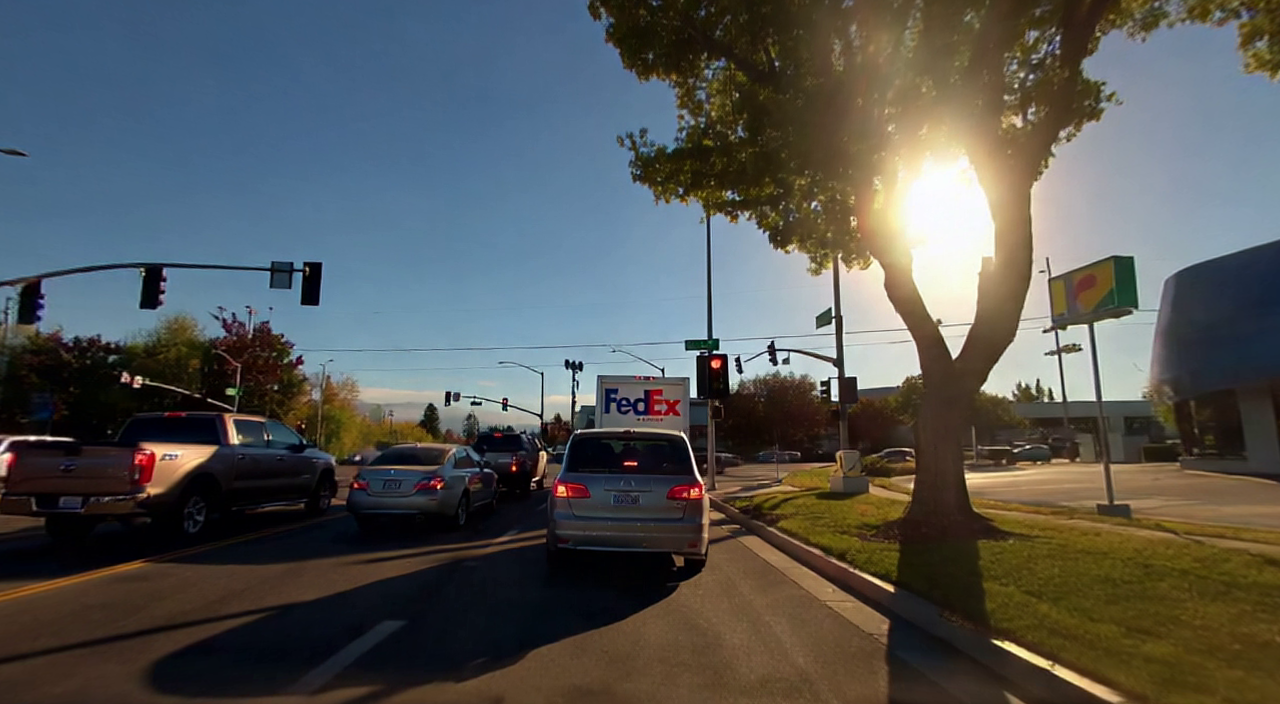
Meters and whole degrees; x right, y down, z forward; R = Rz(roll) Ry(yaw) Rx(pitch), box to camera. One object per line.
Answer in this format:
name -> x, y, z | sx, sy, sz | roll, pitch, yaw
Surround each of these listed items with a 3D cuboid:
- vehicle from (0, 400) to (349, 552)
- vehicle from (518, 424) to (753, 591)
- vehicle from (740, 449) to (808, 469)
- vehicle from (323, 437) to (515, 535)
vehicle -> -7.278, 1.979, 10.740 | 2.125, 1.893, 5.498 | 0, -9, -2
vehicle -> -0.040, 1.748, 7.944 | 2.145, 1.513, 4.269 | 0, -9, 0
vehicle -> 10.354, 8.281, 48.669 | 4.841, 1.494, 1.829 | 1, -9, -5
vehicle -> -3.864, 2.402, 11.942 | 1.949, 1.487, 4.390 | 0, -9, 1
